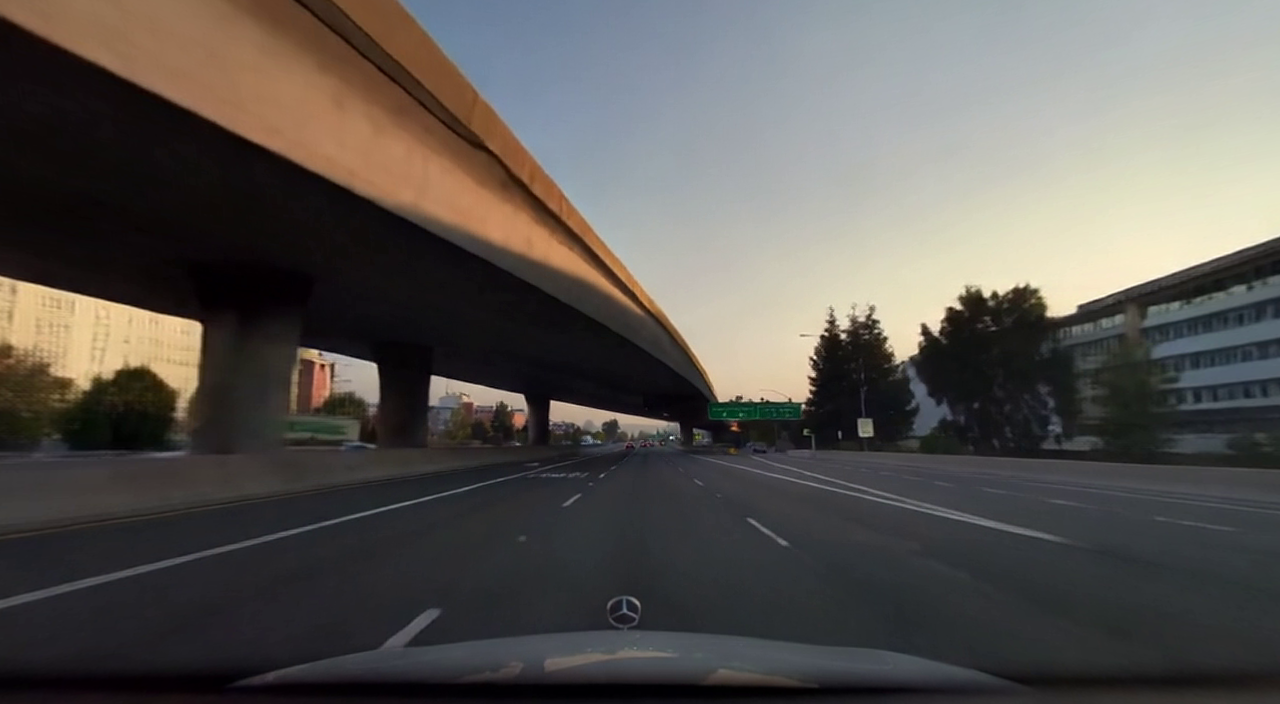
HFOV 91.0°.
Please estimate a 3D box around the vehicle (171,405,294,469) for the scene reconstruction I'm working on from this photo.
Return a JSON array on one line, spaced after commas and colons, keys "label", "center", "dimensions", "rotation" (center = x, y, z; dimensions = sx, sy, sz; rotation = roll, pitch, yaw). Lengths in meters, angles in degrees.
[{"label": "vehicle", "center": [-30.969, 6.617, 48.521], "dimensions": [2.979, 4.421, 9.285], "rotation": [0, -9, 1]}]
